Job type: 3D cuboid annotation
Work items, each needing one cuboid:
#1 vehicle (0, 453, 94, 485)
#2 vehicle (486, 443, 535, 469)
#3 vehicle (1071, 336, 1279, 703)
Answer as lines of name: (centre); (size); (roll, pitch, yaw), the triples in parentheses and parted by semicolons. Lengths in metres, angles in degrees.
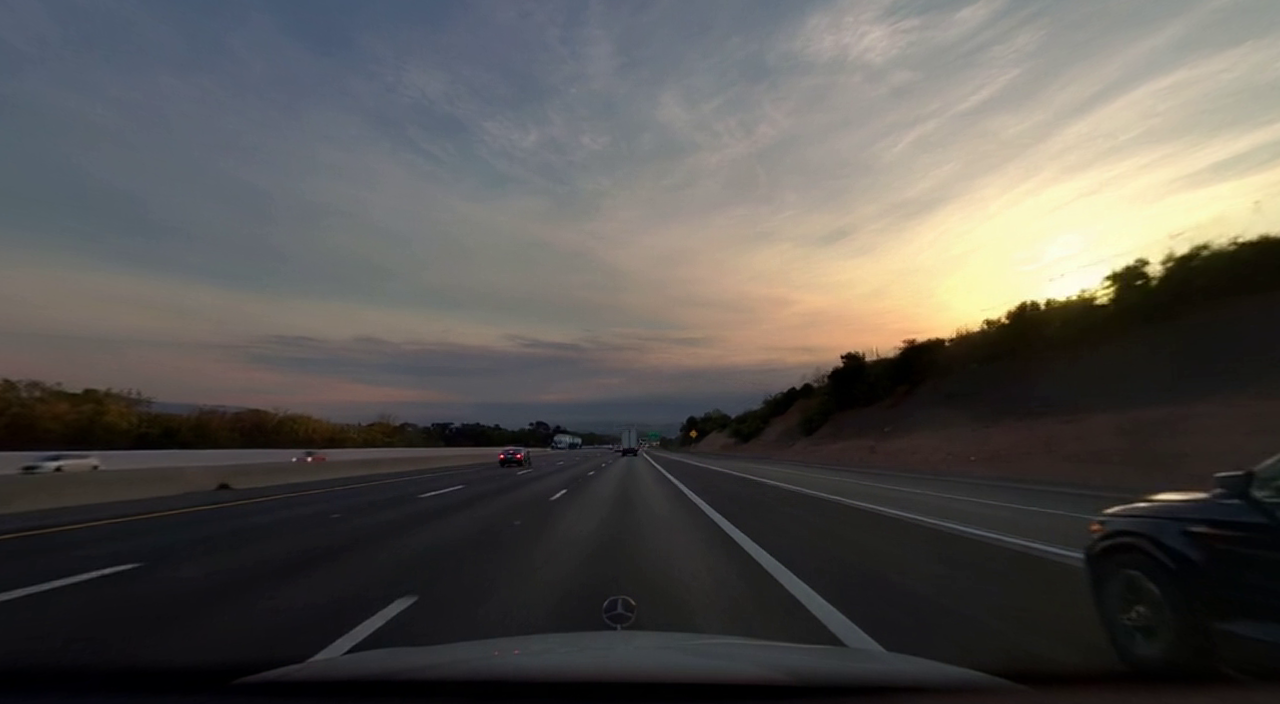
vehicle: (-39.182, 7.557, 41.080); (2.079, 1.830, 5.811); (0, -8, 0)
vehicle: (-8.063, 6.532, 39.863); (2.005, 1.545, 4.874); (0, -8, 0)
vehicle: (3.637, 0.620, 1.382); (2.103, 1.694, 4.628); (0, -8, 0)
